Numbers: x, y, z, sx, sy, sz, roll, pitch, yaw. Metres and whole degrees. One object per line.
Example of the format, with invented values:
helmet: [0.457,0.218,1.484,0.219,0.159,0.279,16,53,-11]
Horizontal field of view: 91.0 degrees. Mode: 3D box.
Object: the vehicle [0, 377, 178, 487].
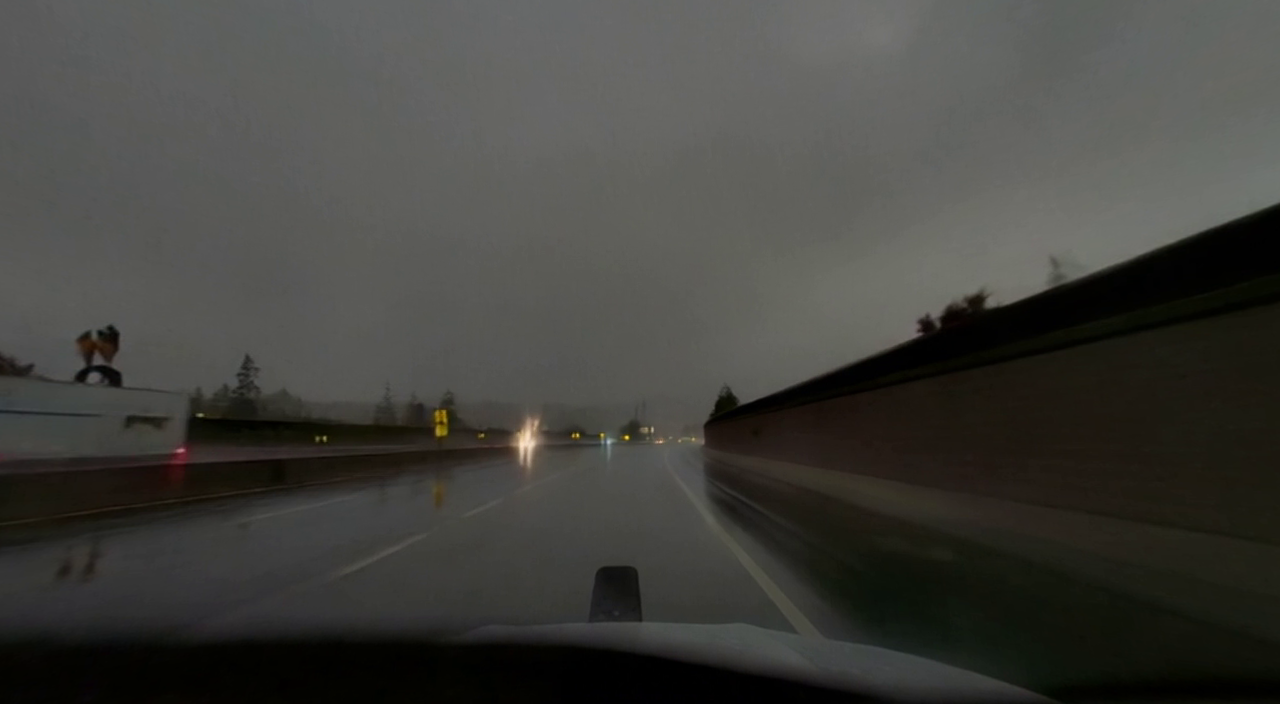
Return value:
vehicle: [-24.133,3.423,26.497,2.833,3.918,8.370,0,-8,0]
